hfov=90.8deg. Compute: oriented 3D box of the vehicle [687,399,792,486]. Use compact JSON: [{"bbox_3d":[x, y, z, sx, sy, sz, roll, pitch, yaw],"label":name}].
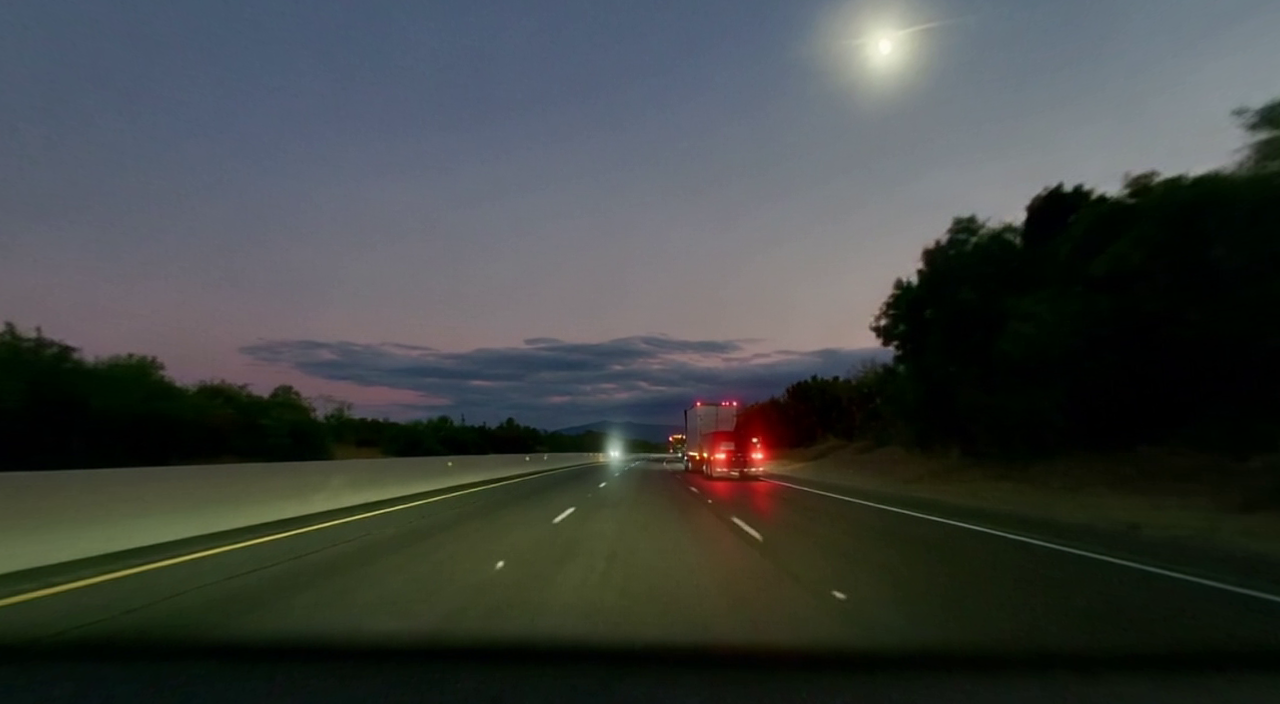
[{"bbox_3d":[4.503,4.714,32.273,2.868,3.427,14.032,0,-9,-1],"label":"vehicle"}]
